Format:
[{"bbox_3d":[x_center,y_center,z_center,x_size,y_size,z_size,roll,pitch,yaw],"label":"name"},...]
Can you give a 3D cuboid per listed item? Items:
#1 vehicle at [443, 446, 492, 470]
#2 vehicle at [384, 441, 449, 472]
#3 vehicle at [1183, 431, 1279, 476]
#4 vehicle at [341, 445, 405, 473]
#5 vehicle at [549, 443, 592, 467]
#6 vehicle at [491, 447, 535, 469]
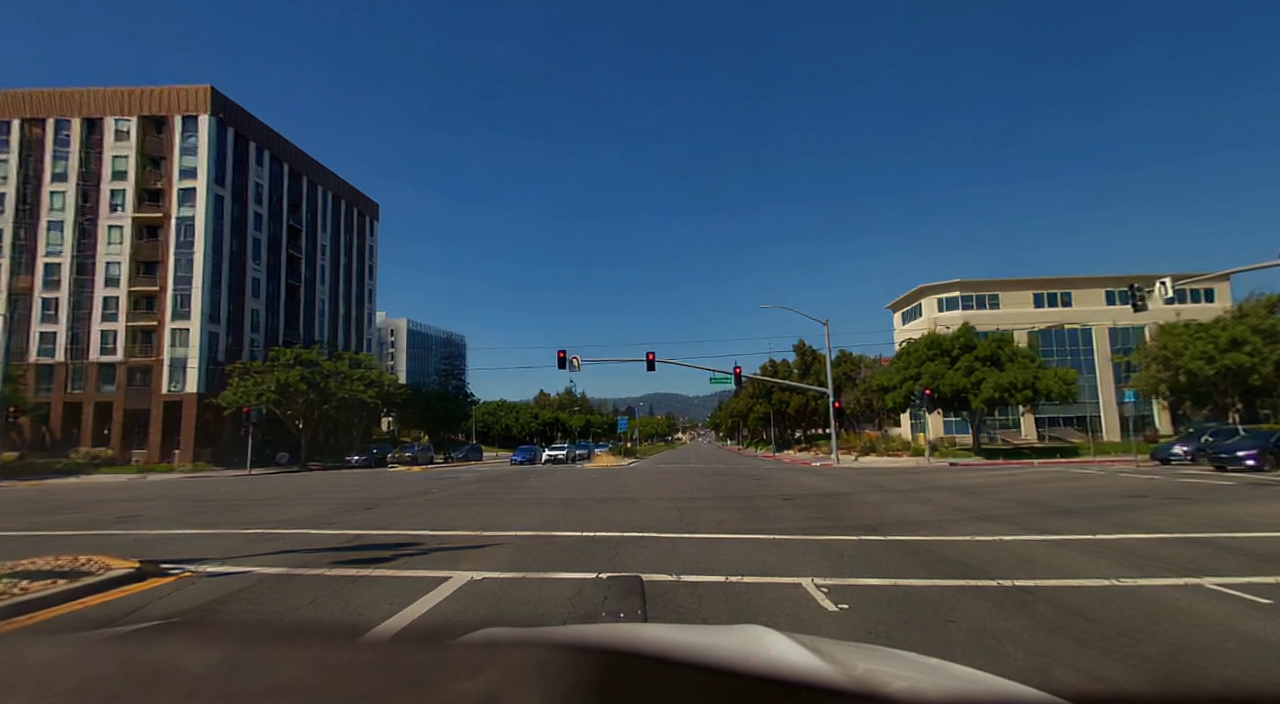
[{"bbox_3d":[-11.637,7.150,42.827,2.003,1.476,4.297,-1,-9,2],"label":"vehicle"},{"bbox_3d":[-15.133,7.126,43.251,2.340,1.946,5.450,-1,-9,1],"label":"vehicle"},{"bbox_3d":[22.318,3.563,22.358,4.474,1.477,1.908,0,-9,-3],"label":"vehicle"},{"bbox_3d":[-18.545,7.418,44.100,2.237,1.842,5.116,0,-9,0],"label":"vehicle"},{"bbox_3d":[-4.497,6.717,41.530,2.109,1.461,4.637,-1,-9,2],"label":"vehicle"},{"bbox_3d":[-8.076,6.785,40.595,1.910,1.288,4.093,-1,-9,1],"label":"vehicle"}]
